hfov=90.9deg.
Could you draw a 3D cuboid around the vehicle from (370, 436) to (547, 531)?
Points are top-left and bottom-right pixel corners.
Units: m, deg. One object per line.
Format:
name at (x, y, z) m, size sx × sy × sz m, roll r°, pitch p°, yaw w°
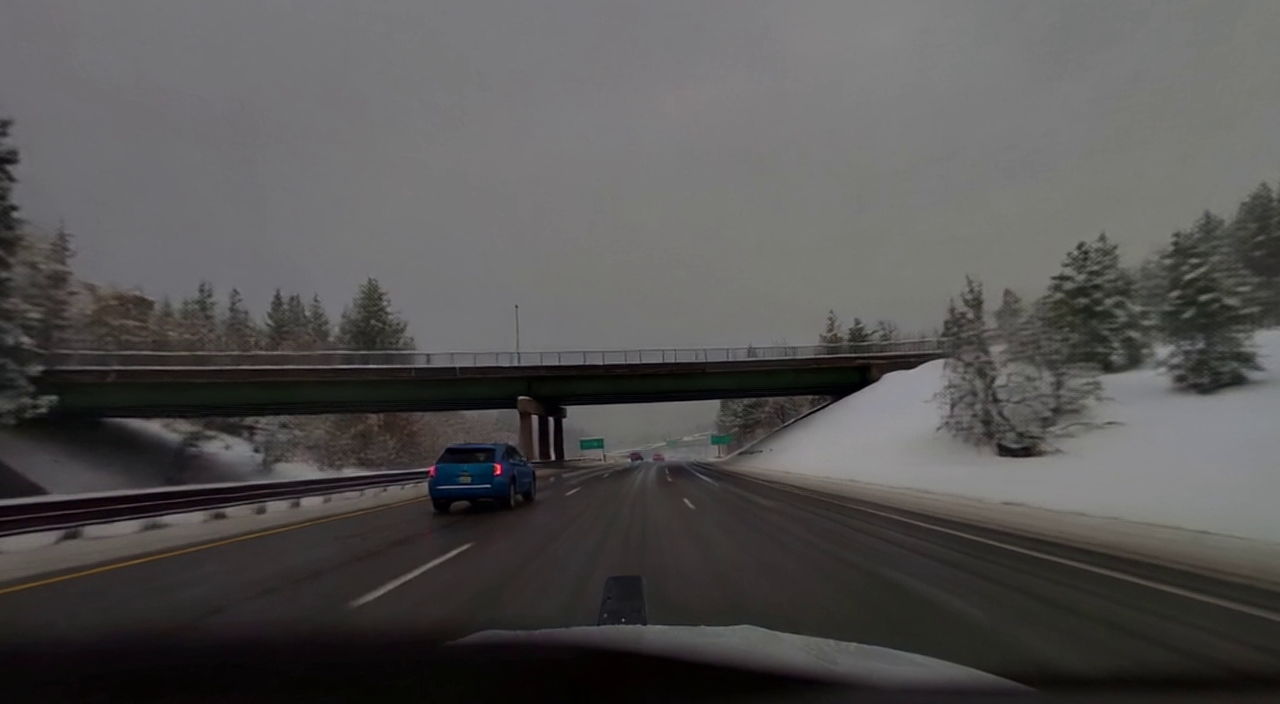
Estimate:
vehicle at (-3.514, 2.667, 13.411) m, size 2.274 × 1.628 × 4.807 m, roll 0°, pitch -9°, yaw 1°
